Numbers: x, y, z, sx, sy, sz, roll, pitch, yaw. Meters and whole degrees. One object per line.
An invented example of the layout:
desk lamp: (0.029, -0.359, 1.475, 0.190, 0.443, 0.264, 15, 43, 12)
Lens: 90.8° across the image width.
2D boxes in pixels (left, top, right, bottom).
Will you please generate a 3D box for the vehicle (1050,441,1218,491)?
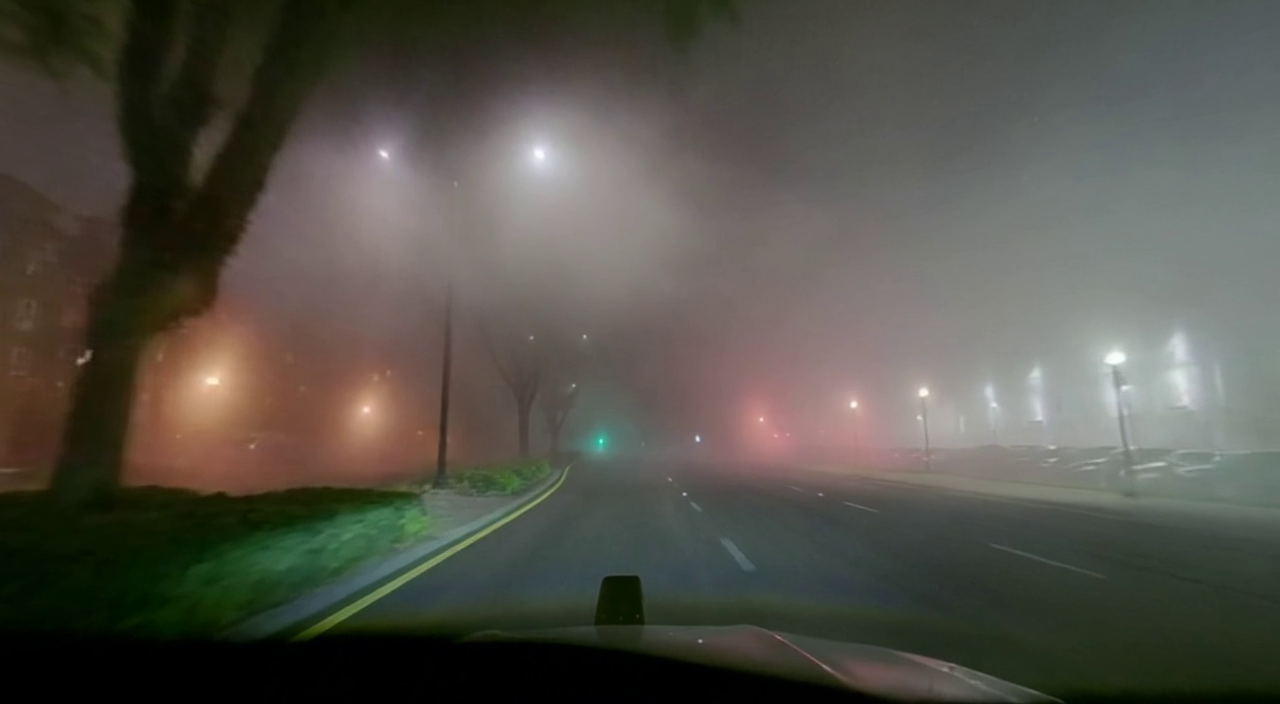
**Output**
vehicle: (16.410, 3.748, 21.064, 4.304, 1.511, 2.143, 2, -9, -16)

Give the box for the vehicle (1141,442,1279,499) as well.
vehicle: (17.159, 3.368, 18.329, 4.112, 1.474, 2.112, 3, -9, -20)
